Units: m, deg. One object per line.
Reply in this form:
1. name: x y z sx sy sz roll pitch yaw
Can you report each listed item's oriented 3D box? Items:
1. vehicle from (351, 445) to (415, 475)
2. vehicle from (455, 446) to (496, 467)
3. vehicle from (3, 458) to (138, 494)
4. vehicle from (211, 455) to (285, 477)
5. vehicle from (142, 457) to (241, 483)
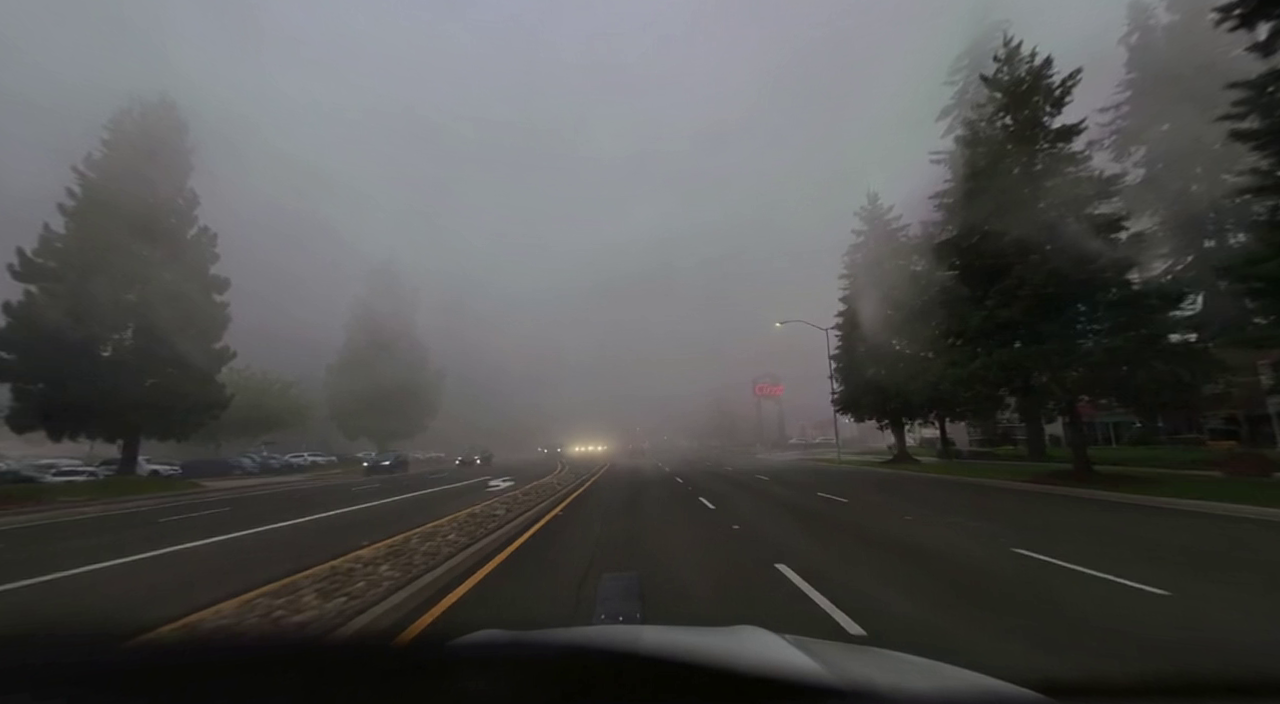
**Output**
1. vehicle: -15.611 6.574 38.673 2.060 1.748 4.384 0 -9 0
2. vehicle: -12.007 7.647 46.399 1.866 1.518 4.240 0 -9 0
3. vehicle: -27.777 6.064 31.030 4.495 1.460 1.853 2 -11 -26
4. vehicle: -28.517 8.293 46.084 4.318 1.499 2.021 4 -10 -26
5. vehicle: -28.280 7.436 40.065 4.766 1.489 2.092 5 -10 -27
